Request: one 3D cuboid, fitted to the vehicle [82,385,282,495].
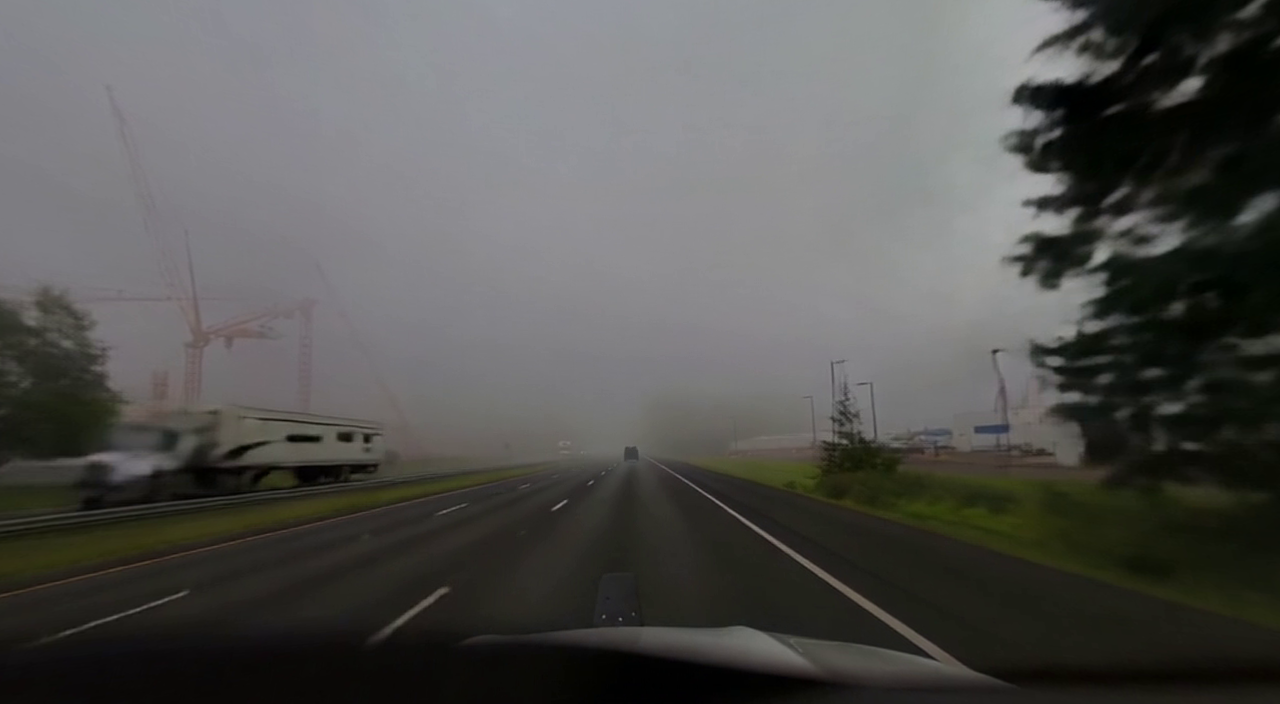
[{"bbox_3d":[-17.031,3.391,24.130,3.004,3.663,5.895,0,-9,0],"label":"vehicle"}]

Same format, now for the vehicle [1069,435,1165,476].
[{"bbox_3d":[34.758,7.586,46.151,4.454,2.856,3.037,-1,-9,4],"label":"vehicle"}]
